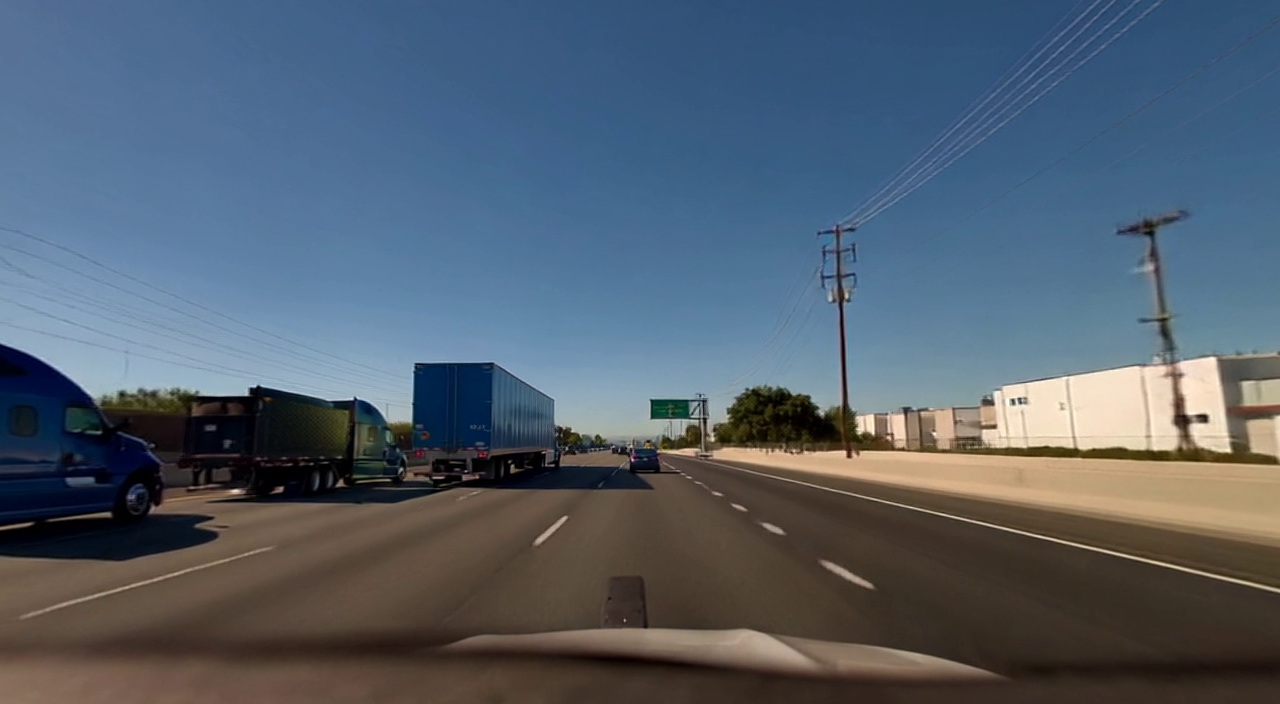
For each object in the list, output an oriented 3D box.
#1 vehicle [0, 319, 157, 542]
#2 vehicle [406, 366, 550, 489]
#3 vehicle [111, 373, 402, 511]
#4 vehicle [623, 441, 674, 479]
[{"bbox_3d":[-10.559,1.018,8.249,2.722,3.172,7.167,0,-8,0],"label":"vehicle"},{"bbox_3d":[-6.452,3.614,28.603,2.907,4.081,15.311,0,-9,-2],"label":"vehicle"},{"bbox_3d":[-10.534,2.743,19.185,2.896,3.140,9.491,0,-8,0],"label":"vehicle"},{"bbox_3d":[0.330,4.665,27.554,2.055,1.514,4.323,0,-8,-1],"label":"vehicle"}]
